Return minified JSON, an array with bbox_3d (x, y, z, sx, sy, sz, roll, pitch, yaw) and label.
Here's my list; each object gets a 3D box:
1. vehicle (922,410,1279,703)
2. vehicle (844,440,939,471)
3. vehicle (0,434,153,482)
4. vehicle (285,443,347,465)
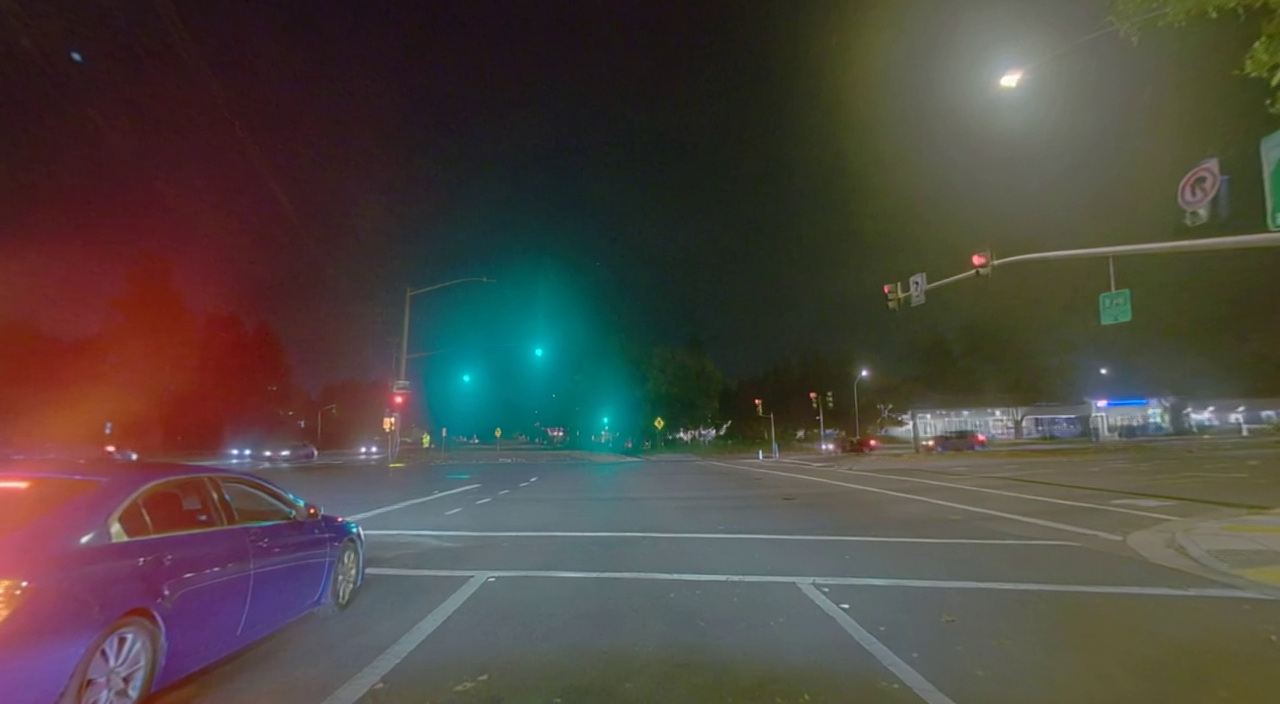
[{"bbox_3d":[4.035,1.186,4.127,1.940,1.487,4.562,1,-8,-5],"label":"vehicle"},{"bbox_3d":[13.032,5.302,32.556,4.703,1.492,1.930,4,-10,-29],"label":"vehicle"},{"bbox_3d":[-22.810,4.262,25.745,2.111,1.742,4.757,0,-8,-3],"label":"vehicle"},{"bbox_3d":[-23.867,7.536,46.689,2.201,1.483,4.656,0,-8,-1],"label":"vehicle"}]
